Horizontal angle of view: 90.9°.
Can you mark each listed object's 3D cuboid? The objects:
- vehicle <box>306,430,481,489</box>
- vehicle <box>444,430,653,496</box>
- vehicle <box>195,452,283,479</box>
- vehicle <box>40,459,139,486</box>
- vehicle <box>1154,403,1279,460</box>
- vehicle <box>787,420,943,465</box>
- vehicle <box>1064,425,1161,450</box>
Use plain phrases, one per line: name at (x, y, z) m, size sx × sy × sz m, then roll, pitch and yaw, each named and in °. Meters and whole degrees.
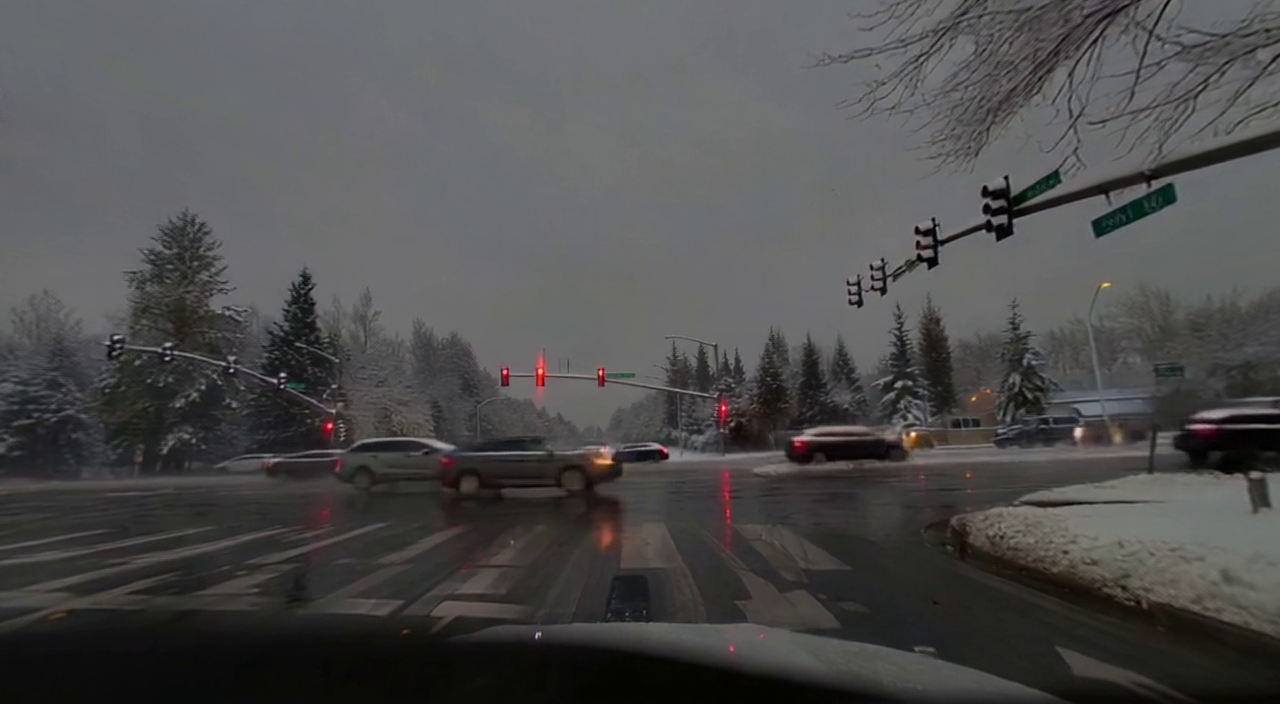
vehicle at (-7.741, 3.411, 20.164) m, size 4.673 × 1.740 × 2.150 m, roll -1°, pitch -9°, yaw 6°
vehicle at (-2.125, 2.703, 15.442) m, size 4.715 × 1.472 × 1.905 m, roll -1°, pitch -9°, yaw 6°
vehicle at (-28.314, 8.026, 44.622) m, size 4.939 × 1.770 × 2.001 m, roll -1°, pitch -9°, yaw 5°
vehicle at (-33.220, 7.268, 38.084) m, size 4.459 × 1.477 × 1.754 m, roll -1°, pitch -9°, yaw 5°
vehicle at (17.474, 2.214, 17.526) m, size 4.494 × 1.491 × 1.906 m, roll -1°, pitch -9°, yaw 6°
vehicle at (7.787, 3.203, 22.253) m, size 4.793 × 1.473 × 1.878 m, roll -1°, pitch -9°, yaw 7°
vehicle at (29.027, 5.292, 38.809) m, size 4.377 × 1.491 × 1.734 m, roll -1°, pitch -9°, yaw 7°
